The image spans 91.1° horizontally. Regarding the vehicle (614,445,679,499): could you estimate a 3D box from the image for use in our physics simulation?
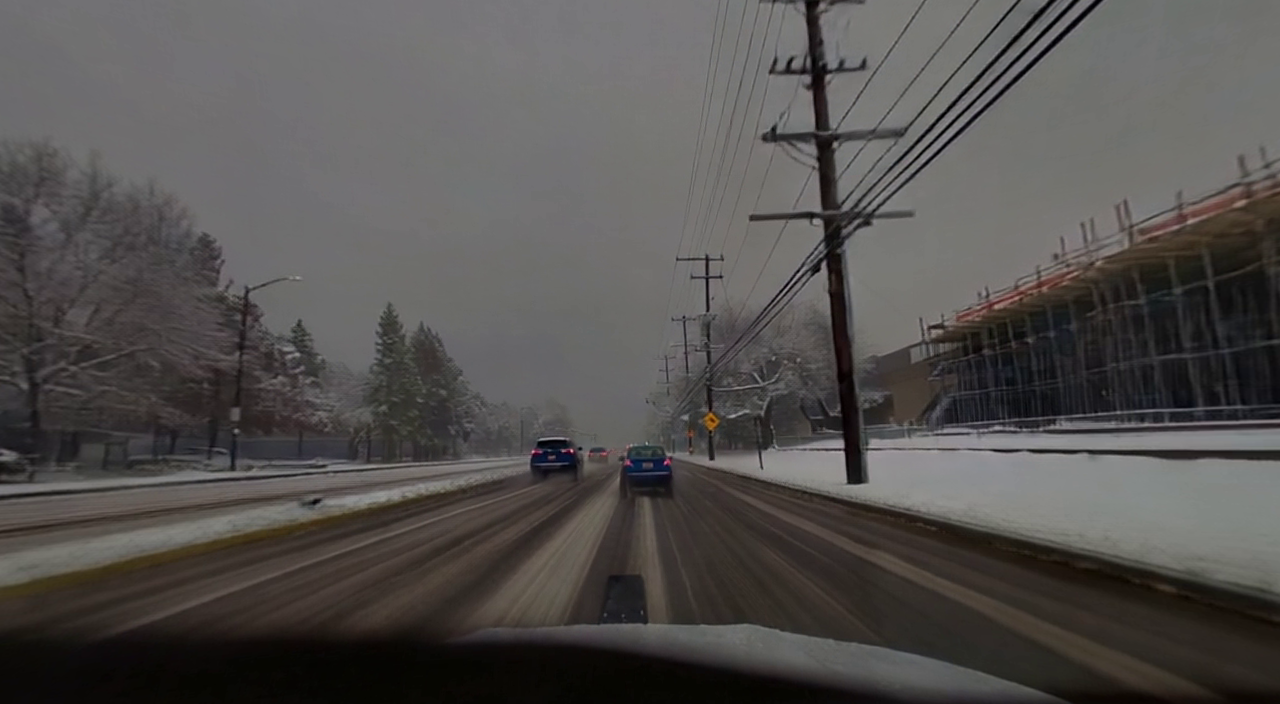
[{"bbox_3d":[0.201,4.092,21.864,2.059,1.691,3.980,0,-8,0],"label":"vehicle"}]

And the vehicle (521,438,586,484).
[{"bbox_3d":[-3.640,4.662,27.259,2.078,1.804,4.387,0,-8,2],"label":"vehicle"}]

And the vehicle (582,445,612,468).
[{"bbox_3d":[-3.317,8.106,48.949,1.910,1.713,4.786,0,-8,1],"label":"vehicle"}]
